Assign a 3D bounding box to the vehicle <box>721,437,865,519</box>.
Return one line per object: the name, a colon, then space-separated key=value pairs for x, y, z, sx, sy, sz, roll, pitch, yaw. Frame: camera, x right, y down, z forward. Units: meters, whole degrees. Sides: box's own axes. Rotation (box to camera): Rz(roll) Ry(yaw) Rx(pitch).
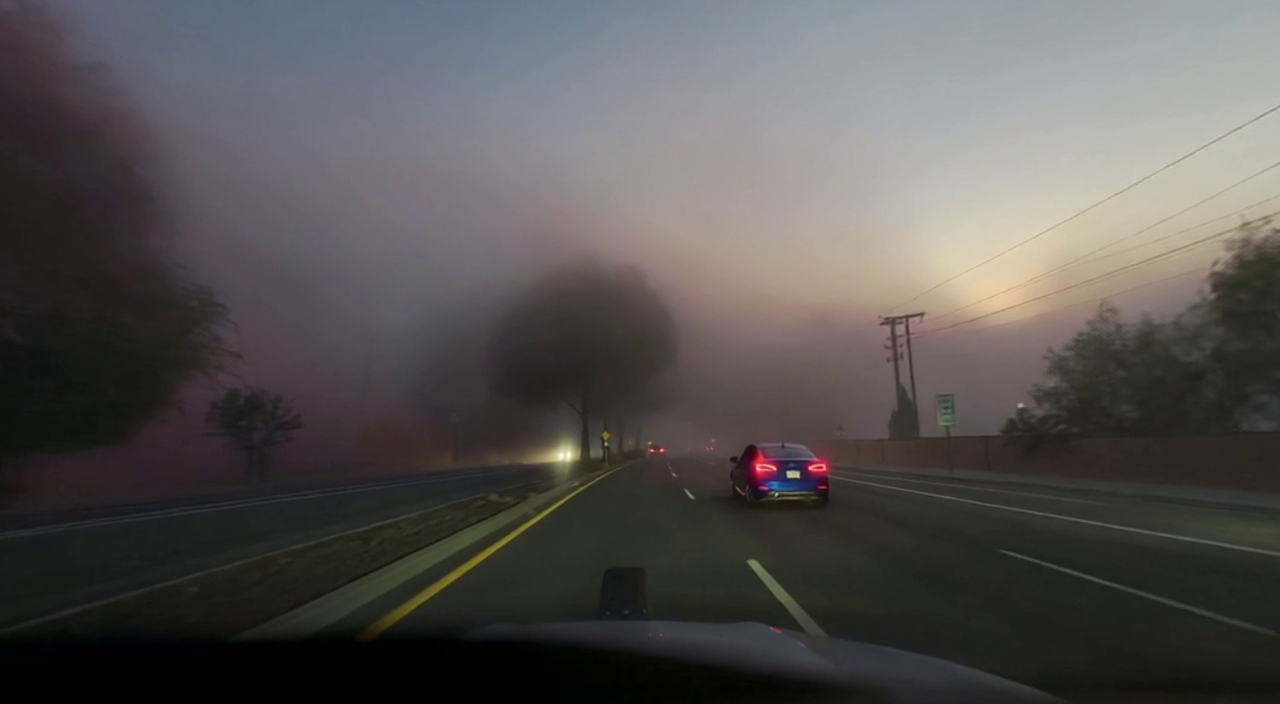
vehicle: x=3.105 y=2.651 z=13.798 sx=2.063 sy=1.481 sz=4.247 roll=0 pitch=-9 yaw=0
